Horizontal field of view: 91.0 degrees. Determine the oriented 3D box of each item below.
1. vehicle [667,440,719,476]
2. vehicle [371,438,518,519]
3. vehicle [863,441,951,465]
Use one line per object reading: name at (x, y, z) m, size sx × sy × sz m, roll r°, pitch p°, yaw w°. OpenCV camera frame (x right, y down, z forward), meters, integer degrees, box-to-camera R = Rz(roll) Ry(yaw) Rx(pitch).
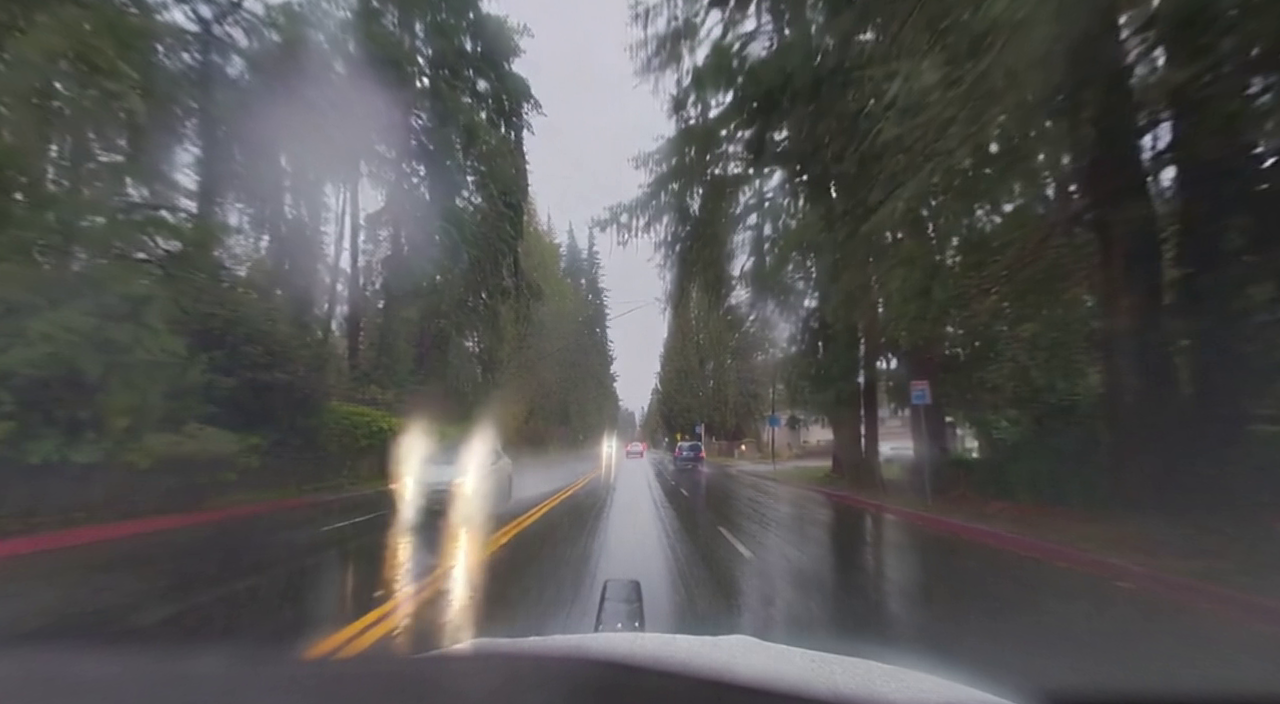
vehicle at (2.354, 4.809, 28.743) m, size 1.975 × 1.497 × 3.647 m, roll 0°, pitch -9°, yaw -1°
vehicle at (-4.073, 2.685, 13.858) m, size 1.959 × 1.494 × 3.875 m, roll 0°, pitch -9°, yaw 0°
vehicle at (16.860, 6.403, 39.902) m, size 4.672 × 1.463 × 1.863 m, roll 0°, pitch -9°, yaw 1°
